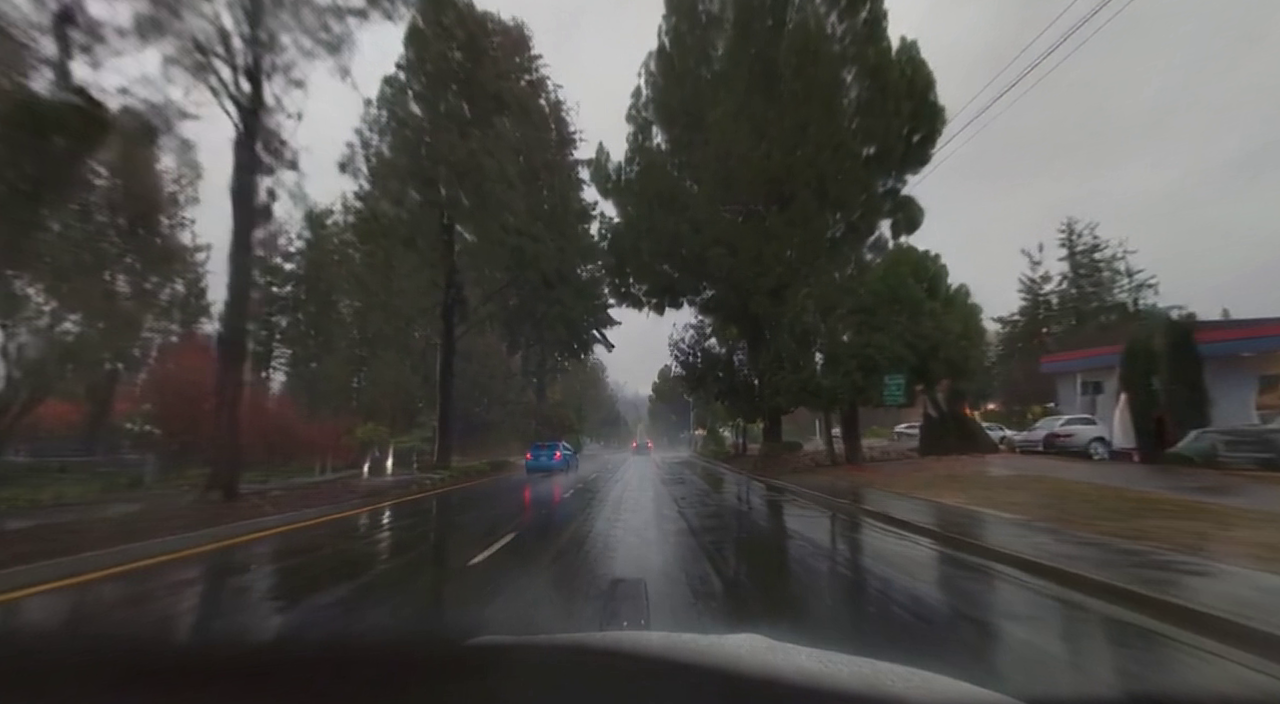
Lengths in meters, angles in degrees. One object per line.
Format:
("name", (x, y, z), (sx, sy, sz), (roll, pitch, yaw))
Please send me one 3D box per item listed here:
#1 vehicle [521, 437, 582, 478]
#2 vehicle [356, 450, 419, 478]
("vehicle", (-3.794, 4.615, 27.806), (1.914, 1.630, 4.351), (0, -8, 2))
("vehicle", (-15.953, 7.074, 40.103), (1.967, 1.581, 4.663), (0, -8, 1))
